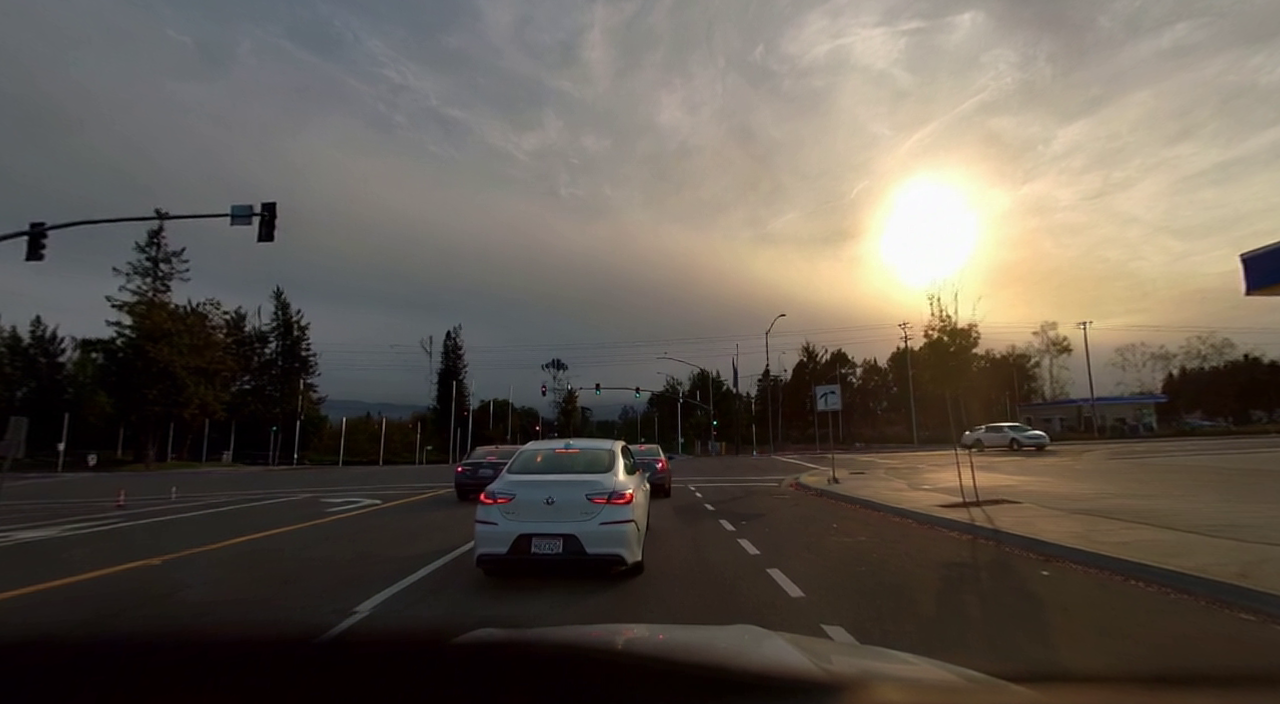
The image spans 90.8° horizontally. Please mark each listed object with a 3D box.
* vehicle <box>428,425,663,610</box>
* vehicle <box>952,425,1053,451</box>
[{"bbox_3d":[-0.707,1.701,7.519,1.916,1.510,4.447,0,-8,3],"label":"vehicle"},{"bbox_3d":[21.989,5.230,38.447,4.874,1.502,2.048,0,-8,1],"label":"vehicle"}]
